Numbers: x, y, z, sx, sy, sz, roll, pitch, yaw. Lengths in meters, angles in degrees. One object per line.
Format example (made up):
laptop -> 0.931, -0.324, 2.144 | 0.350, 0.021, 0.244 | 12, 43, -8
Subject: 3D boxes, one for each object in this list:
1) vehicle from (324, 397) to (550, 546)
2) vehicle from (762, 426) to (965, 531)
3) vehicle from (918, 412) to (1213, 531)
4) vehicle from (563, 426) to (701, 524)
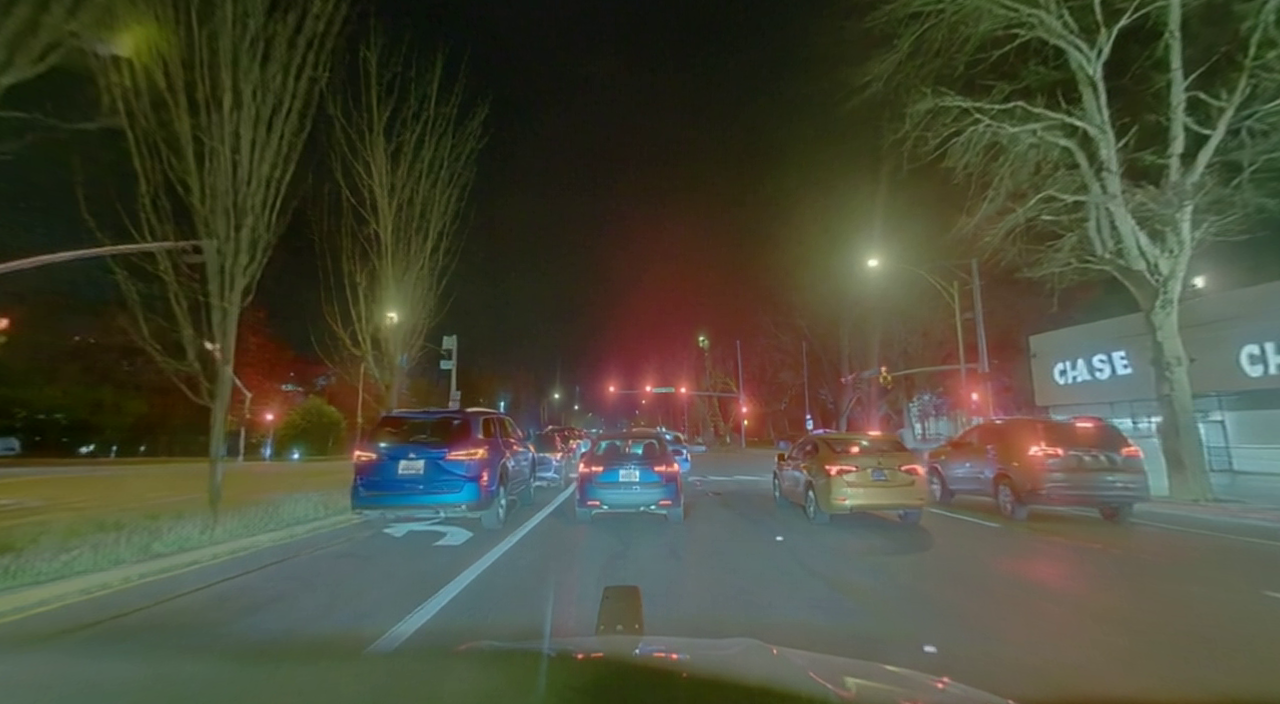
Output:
vehicle -> -2.849, 1.818, 10.231 | 2.064, 1.825, 4.760 | 0, -8, 0
vehicle -> 3.602, 2.114, 11.207 | 1.861, 1.473, 4.393 | 0, -8, -2
vehicle -> 7.258, 2.089, 11.631 | 2.068, 1.731, 4.752 | 0, -8, 0
vehicle -> -0.147, 2.168, 11.693 | 2.097, 1.480, 4.006 | 0, -8, -1
